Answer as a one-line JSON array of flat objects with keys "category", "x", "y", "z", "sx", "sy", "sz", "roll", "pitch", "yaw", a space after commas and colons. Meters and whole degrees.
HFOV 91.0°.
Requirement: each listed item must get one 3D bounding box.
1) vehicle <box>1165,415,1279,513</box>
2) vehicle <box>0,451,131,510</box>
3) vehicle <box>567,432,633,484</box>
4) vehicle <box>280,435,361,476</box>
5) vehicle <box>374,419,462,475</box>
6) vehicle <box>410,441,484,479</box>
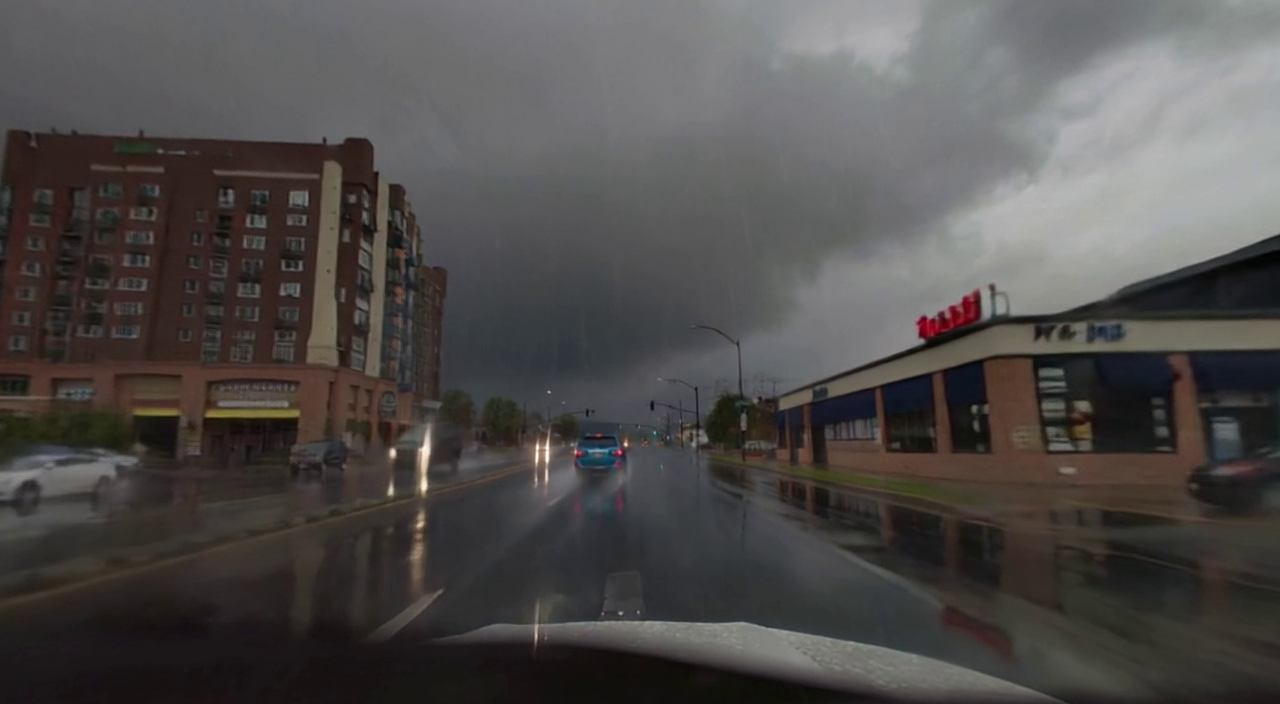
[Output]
[{"category": "vehicle", "x": 14.792, "y": 2.266, "z": 12.663, "sx": 2.589, "sy": 1.989, "sz": 5.779, "roll": 4, "pitch": -9, "yaw": -26}, {"category": "vehicle", "x": -17.792, "y": 3.696, "z": 18.610, "sx": 1.840, "sy": 1.508, "sz": 4.376, "roll": 0, "pitch": -9, "yaw": -1}, {"category": "vehicle", "x": -1.356, "y": 3.838, "z": 22.997, "sx": 2.080, "sy": 1.722, "sz": 3.766, "roll": 0, "pitch": -8, "yaw": 1}, {"category": "vehicle", "x": -17.997, "y": 5.864, "z": 35.792, "sx": 2.112, "sy": 2.138, "sz": 4.888, "roll": 0, "pitch": -9, "yaw": -2}, {"category": "vehicle", "x": -11.640, "y": 5.060, "z": 33.636, "sx": 2.556, "sy": 2.673, "sz": 5.915, "roll": 0, "pitch": -8, "yaw": 0}, {"category": "vehicle", "x": -8.222, "y": 4.606, "z": 27.208, "sx": 1.899, "sy": 1.495, "sz": 4.093, "roll": 0, "pitch": -9, "yaw": 0}]
